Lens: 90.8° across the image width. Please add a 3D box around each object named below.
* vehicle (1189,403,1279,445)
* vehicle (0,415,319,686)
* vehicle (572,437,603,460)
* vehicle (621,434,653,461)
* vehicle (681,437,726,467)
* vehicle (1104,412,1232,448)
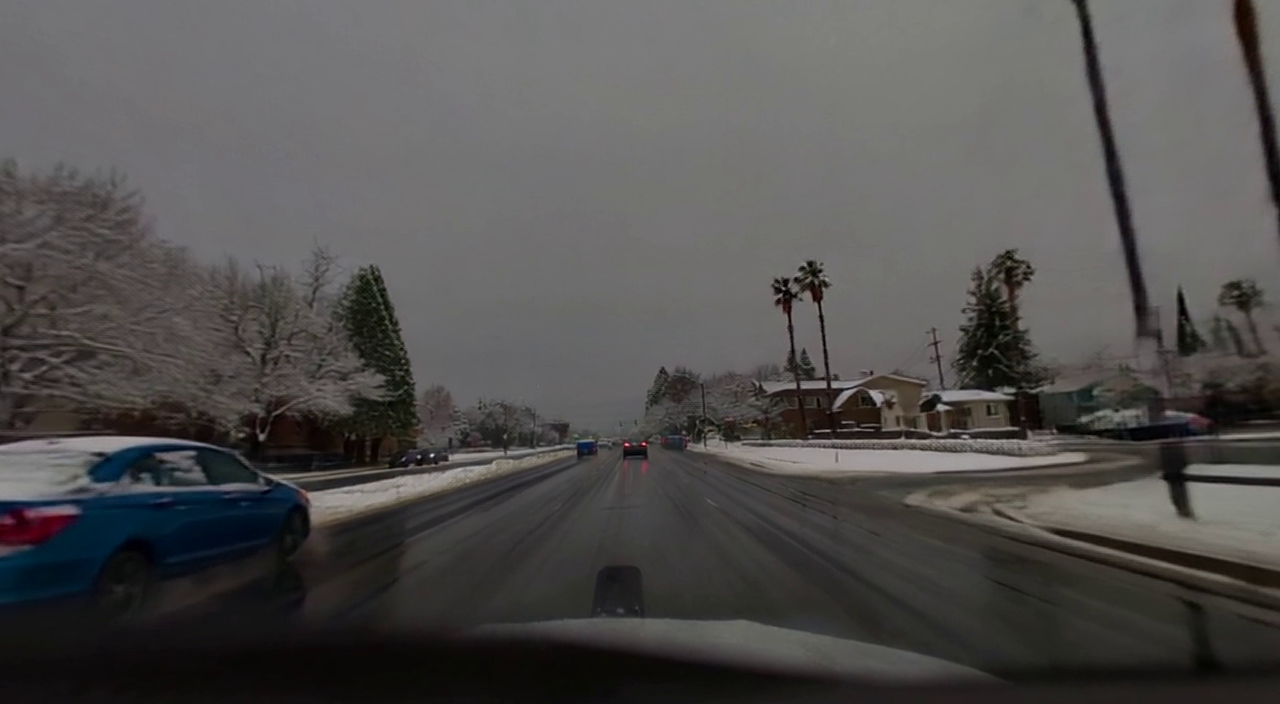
[{"bbox_3d":[29.234,3.350,29.674,1.951,1.743,4.786,-3,-9,-10],"label":"vehicle"},{"bbox_3d":[-4.493,1.309,4.952,1.844,1.451,4.543,0,-8,-4],"label":"vehicle"},{"bbox_3d":[-3.813,7.111,46.611,2.000,1.569,3.794,0,-8,-1],"label":"vehicle"},{"bbox_3d":[-0.270,6.485,42.974,2.043,1.734,4.253,0,-8,-1],"label":"vehicle"},{"bbox_3d":[3.306,5.320,33.708,1.830,1.451,4.009,0,-8,-2],"label":"vehicle"},{"bbox_3d":[23.777,3.595,28.687,1.754,1.504,4.090,2,-9,-14],"label":"vehicle"}]
